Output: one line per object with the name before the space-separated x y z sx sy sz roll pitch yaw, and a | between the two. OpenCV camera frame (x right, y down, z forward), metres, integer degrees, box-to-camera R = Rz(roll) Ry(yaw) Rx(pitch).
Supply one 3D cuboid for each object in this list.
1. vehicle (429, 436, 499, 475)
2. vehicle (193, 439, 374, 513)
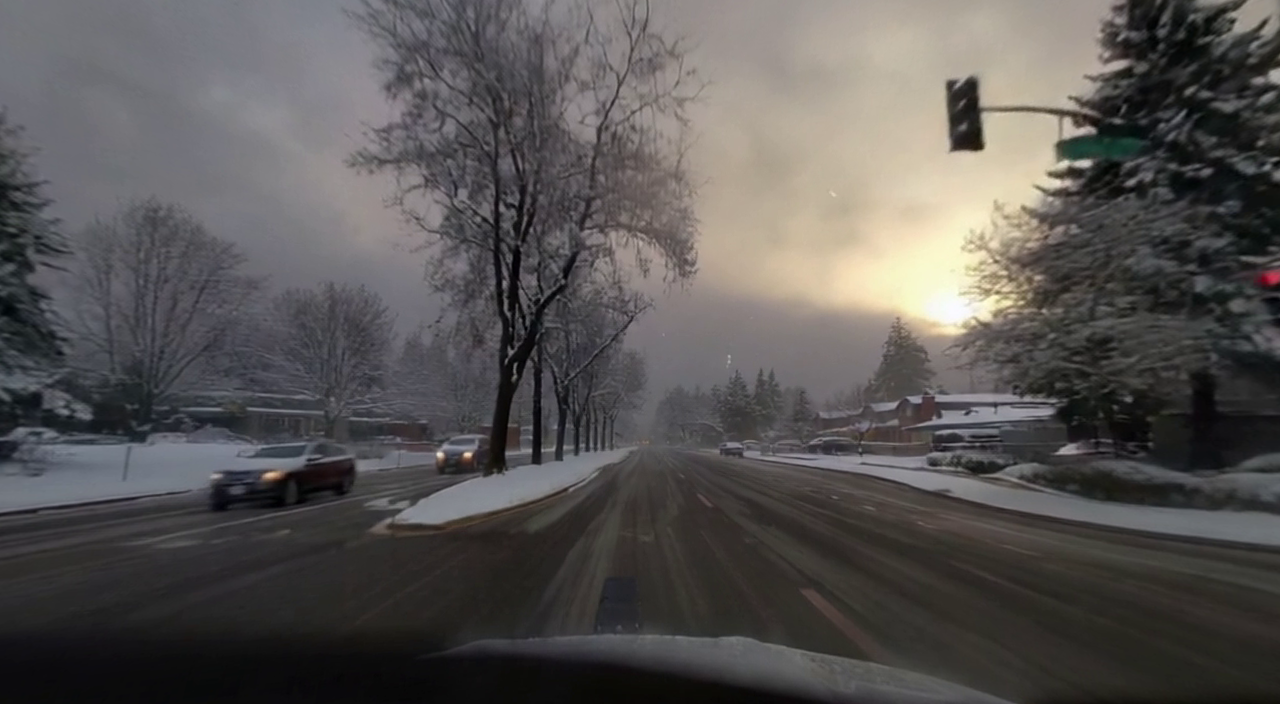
vehicle | -8.352 4.918 30.293 2.118 1.733 4.372 0 -8 0
vehicle | -8.329 2.876 15.240 1.891 1.522 4.184 0 -8 0
